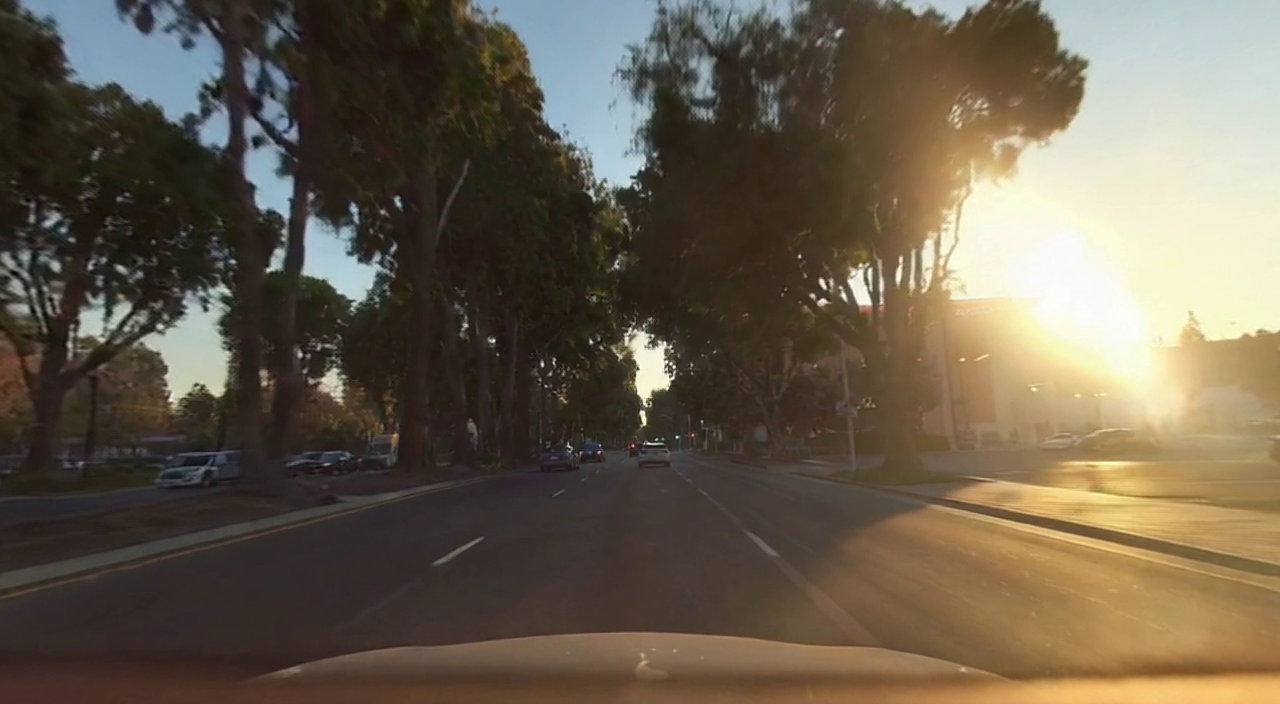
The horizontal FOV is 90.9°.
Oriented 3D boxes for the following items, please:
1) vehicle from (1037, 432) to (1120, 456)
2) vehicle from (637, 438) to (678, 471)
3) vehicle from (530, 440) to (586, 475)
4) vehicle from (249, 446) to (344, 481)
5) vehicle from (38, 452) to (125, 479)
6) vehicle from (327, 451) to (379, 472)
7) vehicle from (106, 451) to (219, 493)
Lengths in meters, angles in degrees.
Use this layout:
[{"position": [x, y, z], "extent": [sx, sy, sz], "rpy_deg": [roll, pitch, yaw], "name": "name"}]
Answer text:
[{"position": [32.917, 6.905, 47.411], "extent": [4.458, 1.761, 2.424], "rpy_deg": [0, -8, -4], "name": "vehicle"}, {"position": [0.843, 5.203, 32.188], "extent": [1.922, 1.579, 3.642], "rpy_deg": [0, -8, -1], "name": "vehicle"}, {"position": [-3.703, 4.853, 29.262], "extent": [1.908, 1.481, 4.536], "rpy_deg": [0, -8, 1], "name": "vehicle"}, {"position": [-18.562, 6.000, 34.413], "extent": [2.021, 1.732, 5.410], "rpy_deg": [0, -8, 1], "name": "vehicle"}, {"position": [-44.135, 8.960, 49.892], "extent": [4.856, 1.971, 2.163], "rpy_deg": [0, -8, 2], "name": "vehicle"}, {"position": [-22.450, 8.565, 49.543], "extent": [1.849, 1.568, 4.397], "rpy_deg": [0, -8, 2], "name": "vehicle"}, {"position": [-22.862, 5.736, 30.467], "extent": [1.887, 1.801, 4.587], "rpy_deg": [0, -8, -1], "name": "vehicle"}]
